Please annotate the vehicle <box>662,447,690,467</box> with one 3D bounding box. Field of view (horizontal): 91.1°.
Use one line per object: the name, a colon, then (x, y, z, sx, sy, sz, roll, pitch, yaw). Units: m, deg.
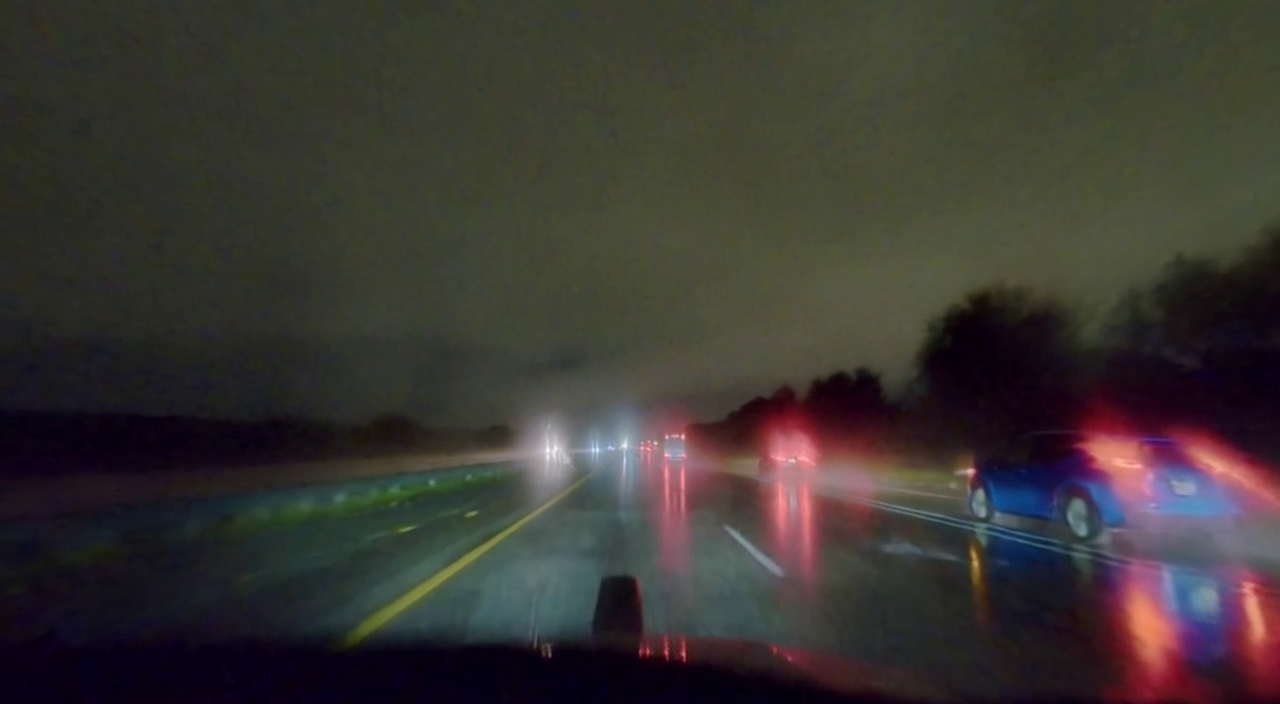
vehicle: (2.728, 8.131, 48.705, 1.836, 1.459, 3.766, 0, -9, -2)
